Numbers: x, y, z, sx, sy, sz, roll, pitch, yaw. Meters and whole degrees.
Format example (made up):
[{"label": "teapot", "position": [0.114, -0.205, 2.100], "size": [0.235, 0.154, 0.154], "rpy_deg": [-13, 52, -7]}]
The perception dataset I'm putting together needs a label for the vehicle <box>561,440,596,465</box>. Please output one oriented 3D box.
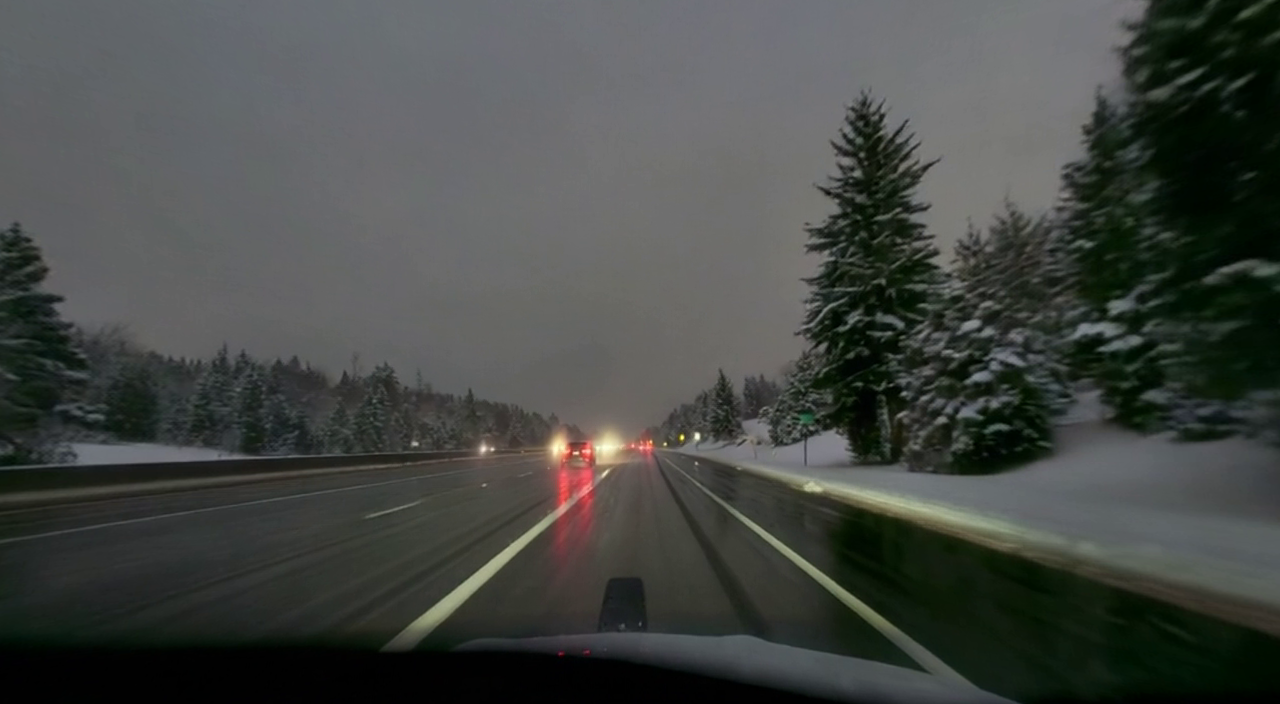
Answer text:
[{"label": "vehicle", "position": [-3.804, 6.336, 39.790], "size": [1.786, 1.488, 4.023], "rpy_deg": [0, -8, 1]}]
